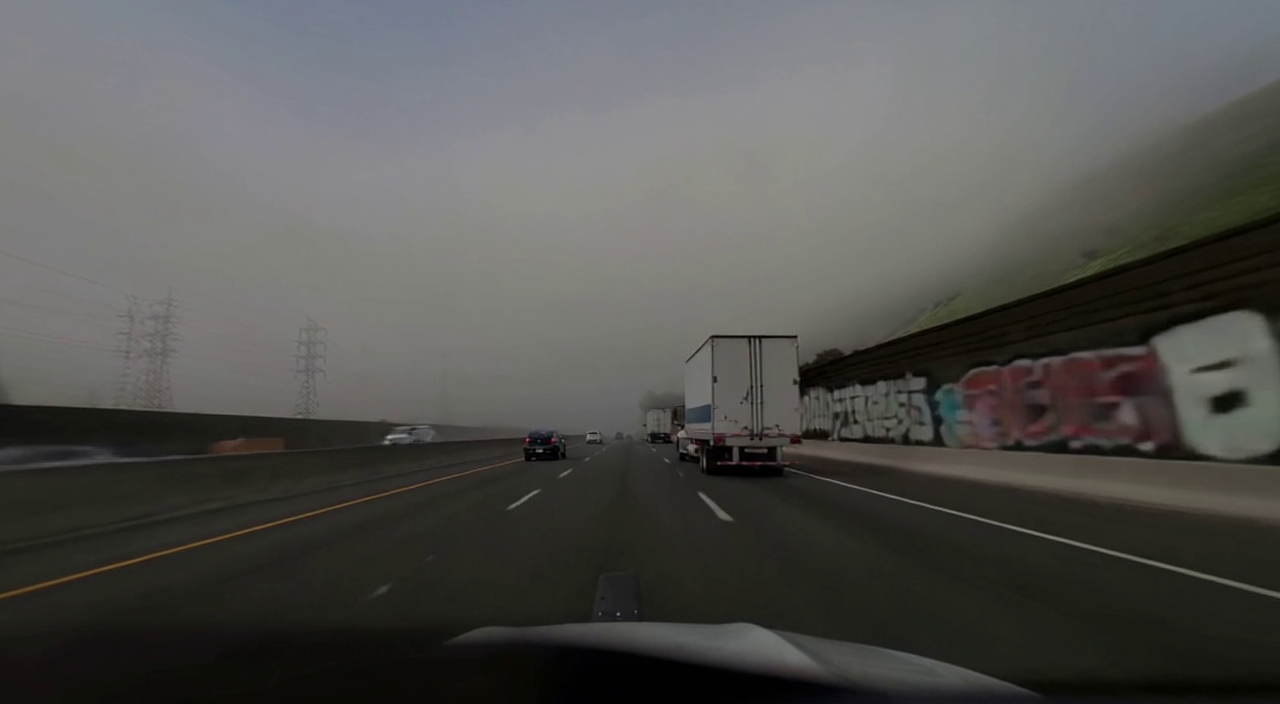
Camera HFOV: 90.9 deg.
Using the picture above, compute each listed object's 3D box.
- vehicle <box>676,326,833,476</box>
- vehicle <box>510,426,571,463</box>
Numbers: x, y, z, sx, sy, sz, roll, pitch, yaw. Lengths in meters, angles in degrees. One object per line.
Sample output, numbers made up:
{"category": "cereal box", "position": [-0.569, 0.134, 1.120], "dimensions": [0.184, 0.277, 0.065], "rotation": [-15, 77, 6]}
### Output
{"category": "vehicle", "position": [3.240, 1.949, 21.727], "dimensions": [3.060, 3.842, 11.095], "rotation": [0, -7, -1]}
{"category": "vehicle", "position": [-4.294, 4.042, 27.886], "dimensions": [1.965, 1.486, 4.448], "rotation": [0, -7, 0]}
